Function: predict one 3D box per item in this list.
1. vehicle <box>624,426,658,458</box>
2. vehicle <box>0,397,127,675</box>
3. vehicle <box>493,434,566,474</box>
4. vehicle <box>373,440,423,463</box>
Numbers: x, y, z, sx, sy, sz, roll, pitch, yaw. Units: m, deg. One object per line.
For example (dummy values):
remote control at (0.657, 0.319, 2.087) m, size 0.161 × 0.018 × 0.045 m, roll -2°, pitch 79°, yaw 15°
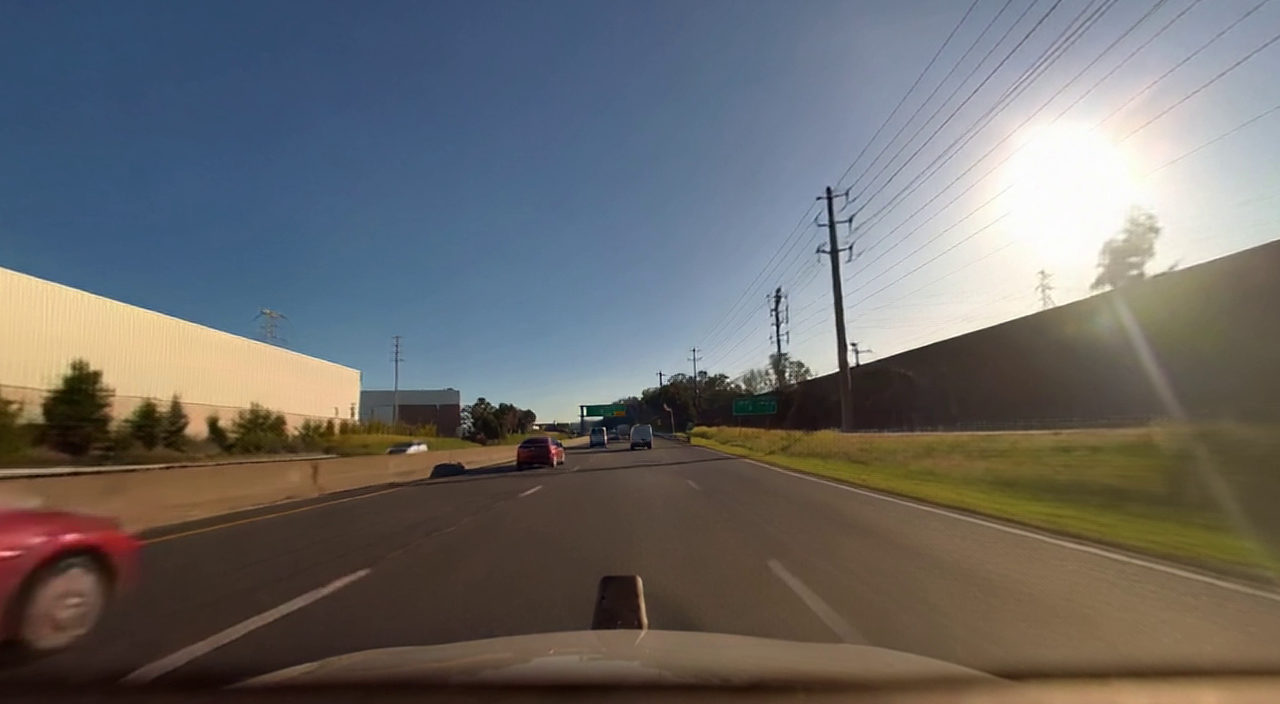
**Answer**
vehicle at (0.027, 6.035, 42.381) m, size 2.213 × 1.997 × 4.456 m, roll 0°, pitch -8°, yaw -1°
vehicle at (-4.651, 0.877, 2.291) m, size 2.058 × 1.557 × 4.125 m, roll 0°, pitch -8°, yaw 0°
vehicle at (-4.409, 4.125, 25.888) m, size 2.087 × 1.464 × 4.853 m, roll 0°, pitch -8°, yaw 1°
vehicle at (-16.914, 6.957, 44.119) m, size 1.846 × 1.491 × 4.044 m, roll 0°, pitch -8°, yaw 1°
